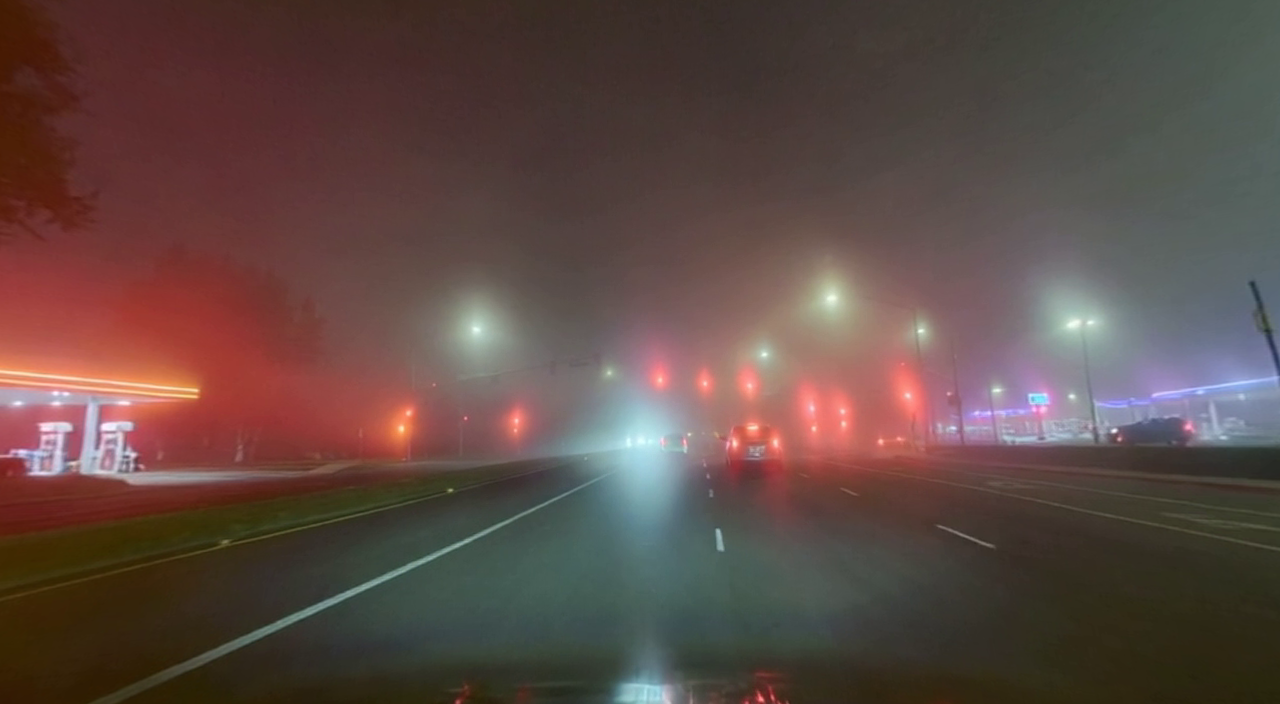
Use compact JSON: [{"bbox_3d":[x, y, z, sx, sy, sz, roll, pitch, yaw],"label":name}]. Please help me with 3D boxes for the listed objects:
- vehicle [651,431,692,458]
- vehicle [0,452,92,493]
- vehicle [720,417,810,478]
[{"bbox_3d":[1.911,5.460,37.200,2.100,1.469,3.872,-1,-8,7],"label":"vehicle"},{"bbox_3d":[-24.623,4.875,25.844,4.538,1.469,1.912,-5,-9,33],"label":"vehicle"},{"bbox_3d":[3.805,2.992,19.940,2.213,1.715,4.242,-1,-8,4],"label":"vehicle"}]
